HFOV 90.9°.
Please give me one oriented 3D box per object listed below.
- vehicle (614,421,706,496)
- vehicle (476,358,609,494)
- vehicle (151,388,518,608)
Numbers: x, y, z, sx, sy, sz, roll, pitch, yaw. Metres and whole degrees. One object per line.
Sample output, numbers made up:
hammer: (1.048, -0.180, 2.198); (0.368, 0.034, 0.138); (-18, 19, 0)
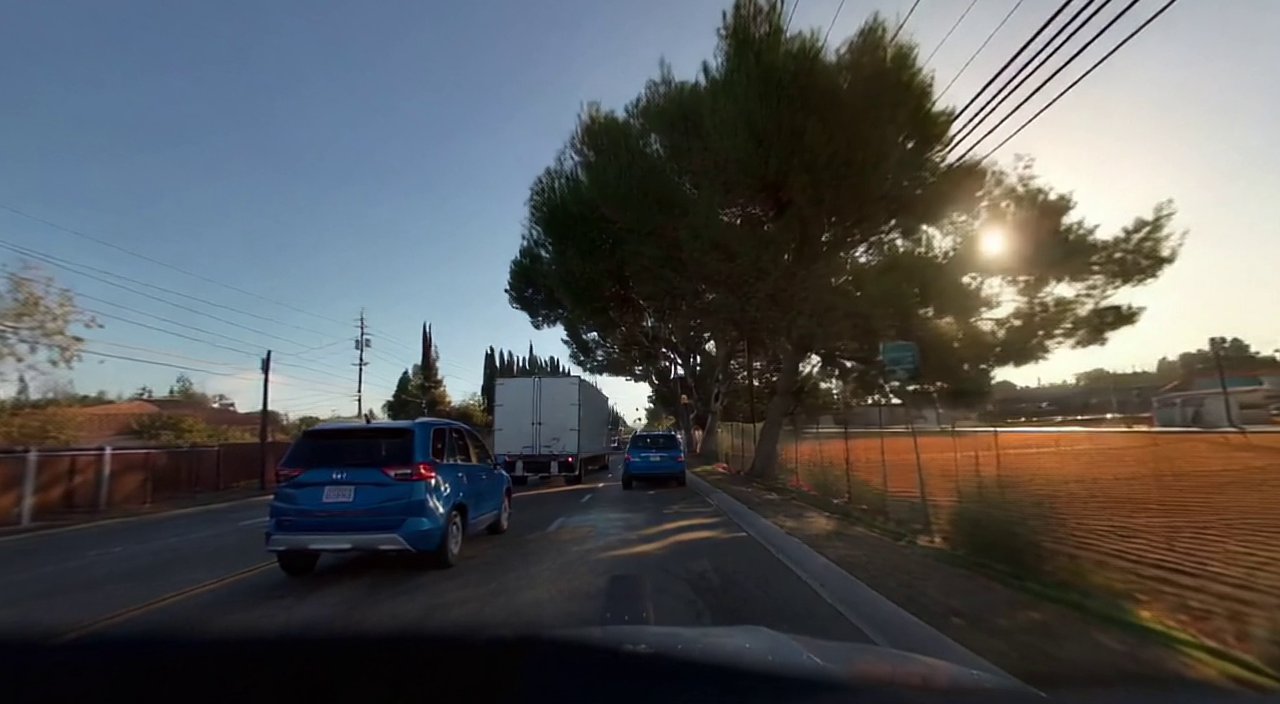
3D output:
vehicle: (0.474, 2.840, 17.072); (2.174, 1.749, 4.113); (0, -8, 0)
vehicle: (-2.880, 2.771, 22.478); (2.928, 3.658, 10.953); (0, -8, 0)
vehicle: (-3.013, 1.558, 7.623); (2.093, 1.832, 4.508); (0, -8, 1)
